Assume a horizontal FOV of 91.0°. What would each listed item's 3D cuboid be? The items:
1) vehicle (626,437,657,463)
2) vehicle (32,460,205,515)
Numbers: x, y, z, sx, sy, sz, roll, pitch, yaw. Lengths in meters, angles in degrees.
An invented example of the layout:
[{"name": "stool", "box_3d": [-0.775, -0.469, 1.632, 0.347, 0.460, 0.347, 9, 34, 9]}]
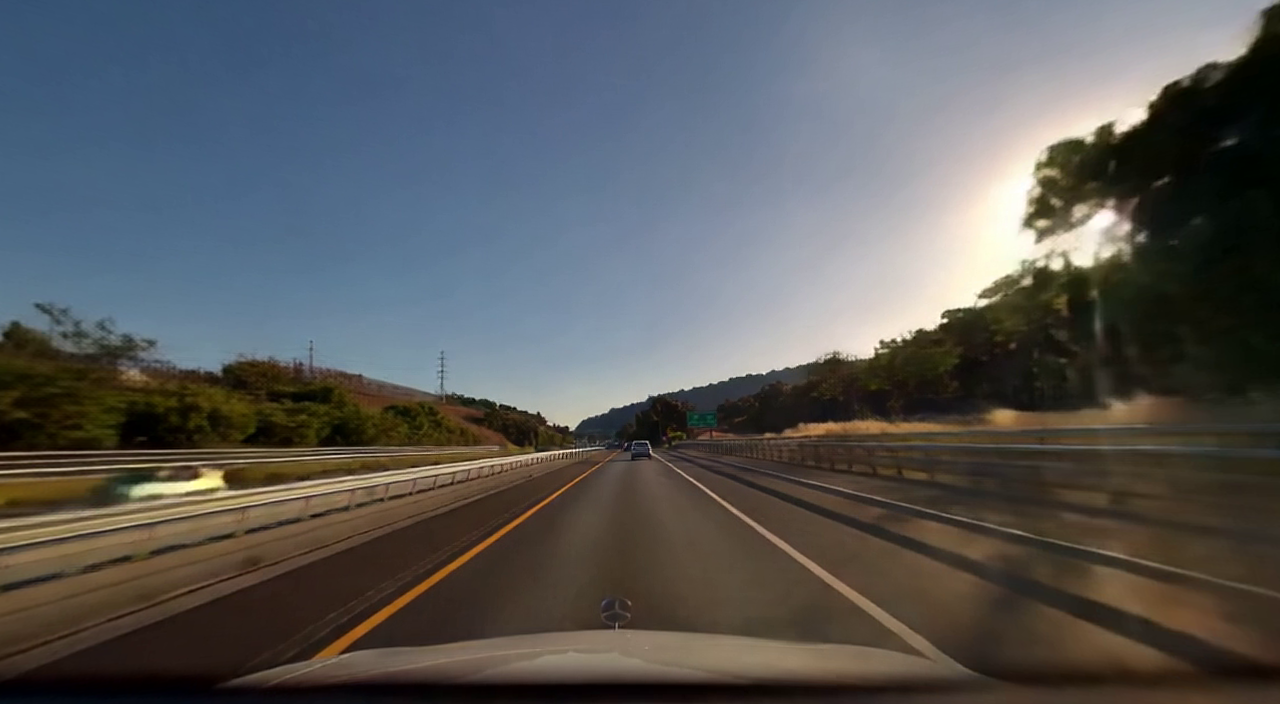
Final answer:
[{"name": "vehicle", "box_3d": [0.072, 6.853, 44.105, 2.059, 1.696, 4.165, 0, -8, -1]}, {"name": "vehicle", "box_3d": [-16.926, 4.371, 20.784, 2.019, 1.473, 4.338, 0, -8, -1]}]
